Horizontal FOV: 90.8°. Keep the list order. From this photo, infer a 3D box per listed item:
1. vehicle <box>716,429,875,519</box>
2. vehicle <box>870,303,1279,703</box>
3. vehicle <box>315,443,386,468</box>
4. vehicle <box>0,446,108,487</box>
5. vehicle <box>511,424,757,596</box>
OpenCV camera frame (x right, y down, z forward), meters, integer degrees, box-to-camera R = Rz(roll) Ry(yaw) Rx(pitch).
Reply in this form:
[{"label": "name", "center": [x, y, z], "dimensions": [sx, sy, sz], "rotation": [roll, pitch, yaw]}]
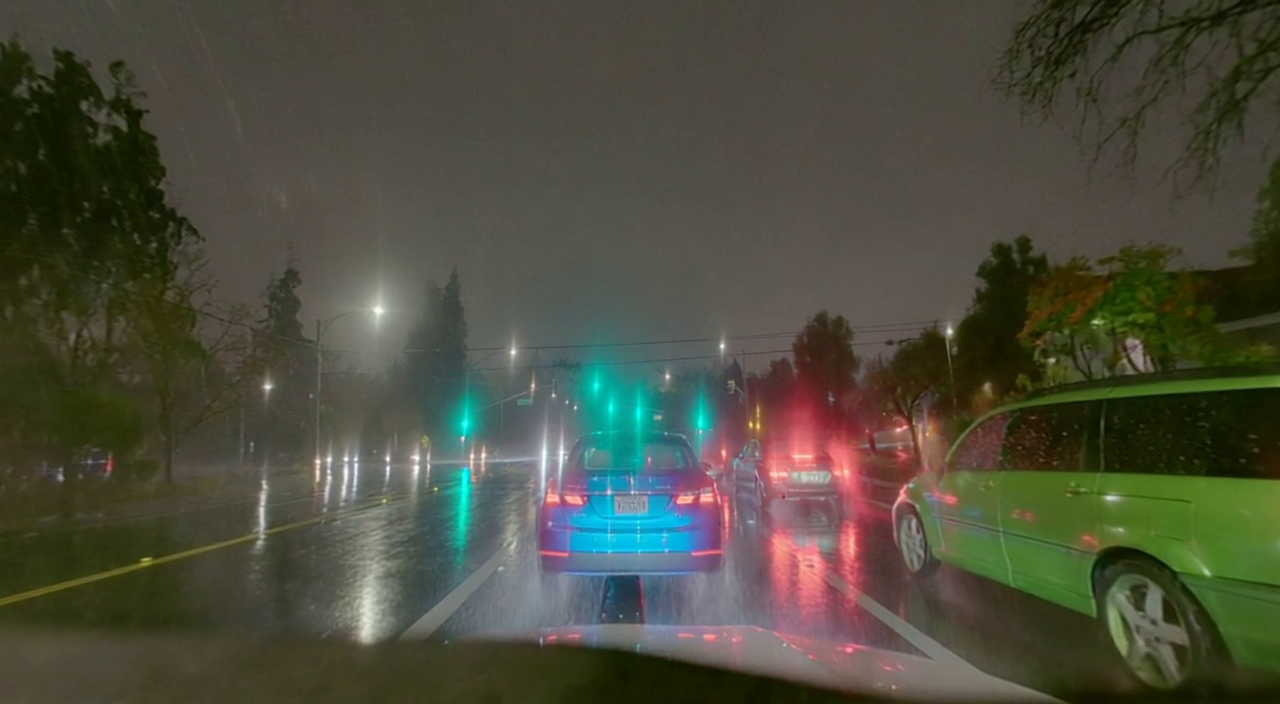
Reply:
[{"label": "vehicle", "center": [2.951, 2.432, 13.146], "dimensions": [1.971, 1.517, 4.521], "rotation": [0, -8, -2]}, {"label": "vehicle", "center": [3.364, 0.973, 4.140], "dimensions": [2.006, 1.766, 4.345], "rotation": [0, -8, -1]}, {"label": "vehicle", "center": [-19.909, 7.149, 43.585], "dimensions": [3.957, 1.630, 1.881], "rotation": [0, -8, 0]}, {"label": "vehicle", "center": [-22.531, 4.220, 23.436], "dimensions": [4.092, 1.438, 1.639], "rotation": [0, -8, 1]}, {"label": "vehicle", "center": [-0.098, 1.713, 7.760], "dimensions": [2.186, 1.500, 4.141], "rotation": [0, -8, -1]}]
